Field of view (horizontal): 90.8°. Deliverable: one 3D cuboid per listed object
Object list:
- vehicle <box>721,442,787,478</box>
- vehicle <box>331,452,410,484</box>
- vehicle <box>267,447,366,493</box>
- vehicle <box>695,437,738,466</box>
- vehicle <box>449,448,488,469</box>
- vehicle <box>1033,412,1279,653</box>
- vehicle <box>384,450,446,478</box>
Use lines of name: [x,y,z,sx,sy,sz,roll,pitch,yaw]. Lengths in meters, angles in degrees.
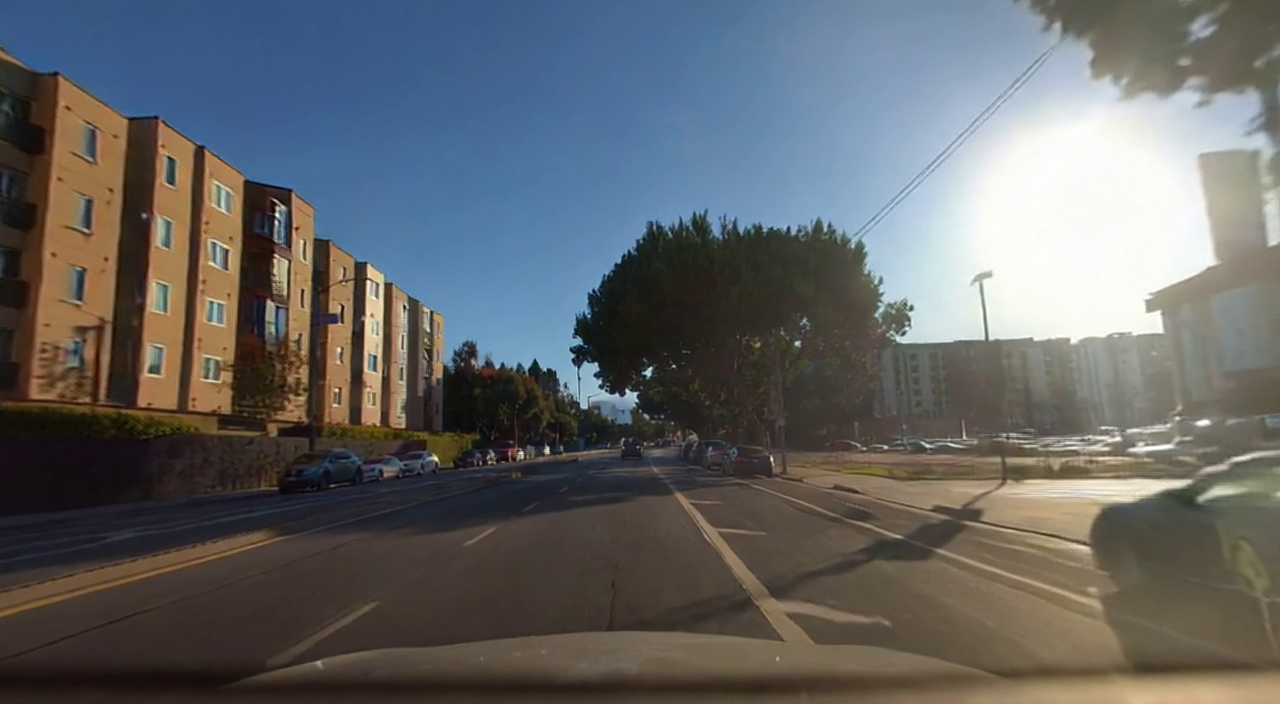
vehicle: [4.954,4.736,28.086,2.085,1.466,4.276,0,-8,-1]
vehicle: [-13.182,5.680,31.234,1.779,1.433,4.633,0,-8,2]
vehicle: [-13.078,4.760,25.876,1.908,1.694,4.306,1,-8,-3]
vehicle: [5.000,6.587,41.898,2.102,1.781,5.470,0,-8,0]
vehicle: [-13.018,8.118,48.224,1.926,1.499,3.869,0,-8,0]
vehicle: [5.153,1.190,4.239,2.069,1.538,4.528,0,-8,-1]
vehicle: [-13.180,6.564,37.274,1.889,1.461,4.608,0,-8,1]
